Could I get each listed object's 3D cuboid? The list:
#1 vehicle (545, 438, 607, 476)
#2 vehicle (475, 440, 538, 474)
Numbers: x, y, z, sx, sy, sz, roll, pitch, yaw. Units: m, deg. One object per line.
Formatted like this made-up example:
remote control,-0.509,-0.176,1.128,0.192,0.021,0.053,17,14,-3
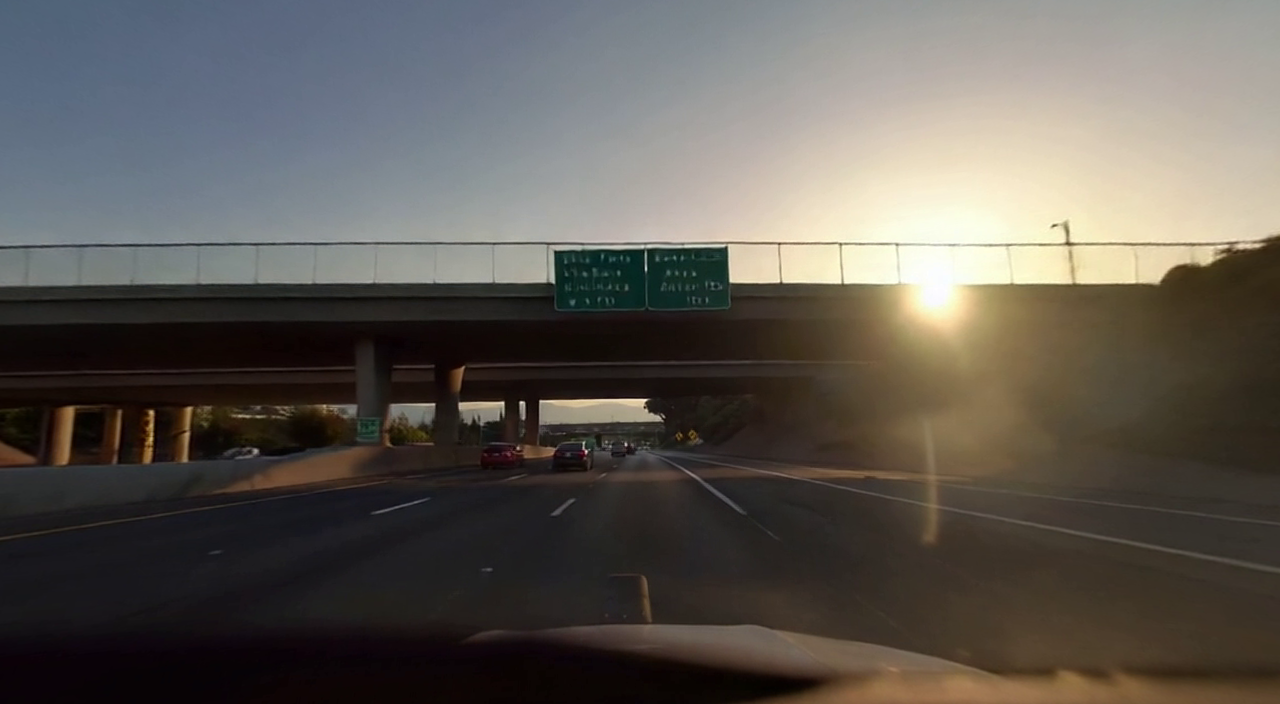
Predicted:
vehicle,-2.858,4.824,29.216,2.210,1.628,4.586,-1,-8,2
vehicle,-6.593,5.259,31.755,2.069,1.551,4.830,0,-8,1
